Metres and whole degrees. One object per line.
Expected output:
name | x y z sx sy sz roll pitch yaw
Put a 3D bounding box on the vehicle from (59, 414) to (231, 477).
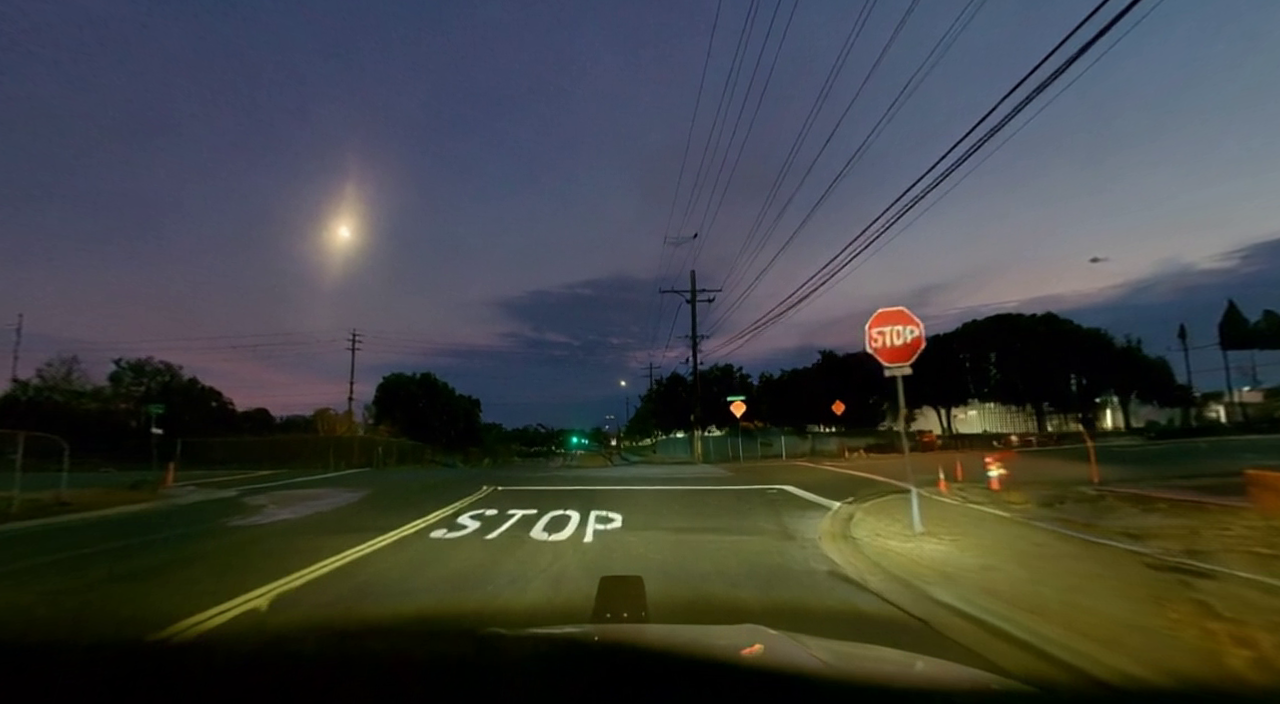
vehicle | -26.600 5.097 34.092 6.847 2.992 3.170 -3 -10 7
